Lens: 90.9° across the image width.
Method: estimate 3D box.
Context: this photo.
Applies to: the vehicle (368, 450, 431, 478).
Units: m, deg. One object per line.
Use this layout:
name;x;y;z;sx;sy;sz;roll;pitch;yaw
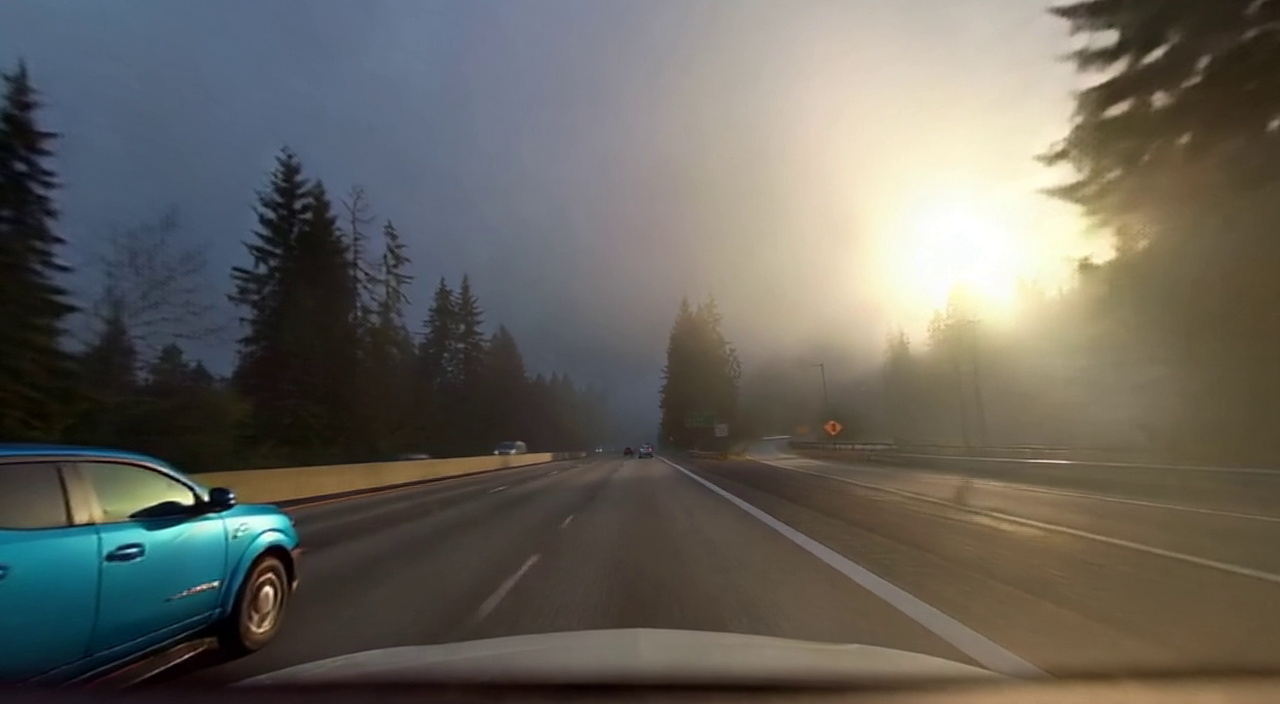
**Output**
vehicle;-14.549;6.802;38.458;1.907;1.499;4.804;0;-8;1
